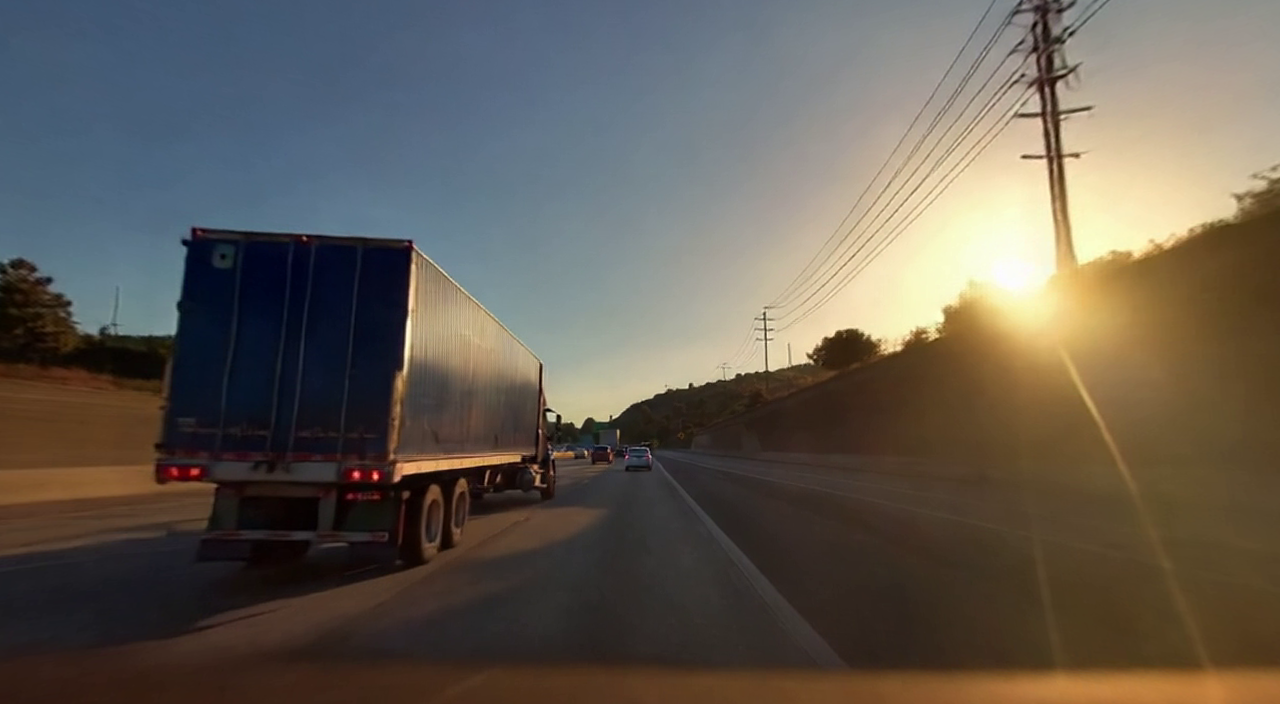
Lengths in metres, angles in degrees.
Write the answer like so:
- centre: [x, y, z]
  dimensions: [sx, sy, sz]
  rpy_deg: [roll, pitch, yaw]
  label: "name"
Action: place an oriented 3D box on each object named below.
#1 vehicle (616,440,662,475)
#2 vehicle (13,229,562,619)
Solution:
- centre: [-0.049, 5.308, 31.851]
  dimensions: [2.178, 1.640, 4.071]
  rpy_deg: [0, -9, 0]
  label: "vehicle"
- centre: [-3.453, 1.220, 9.814]
  dimensions: [3.023, 3.246, 9.102]
  rpy_deg: [-1, -9, 2]
  label: "vehicle"
